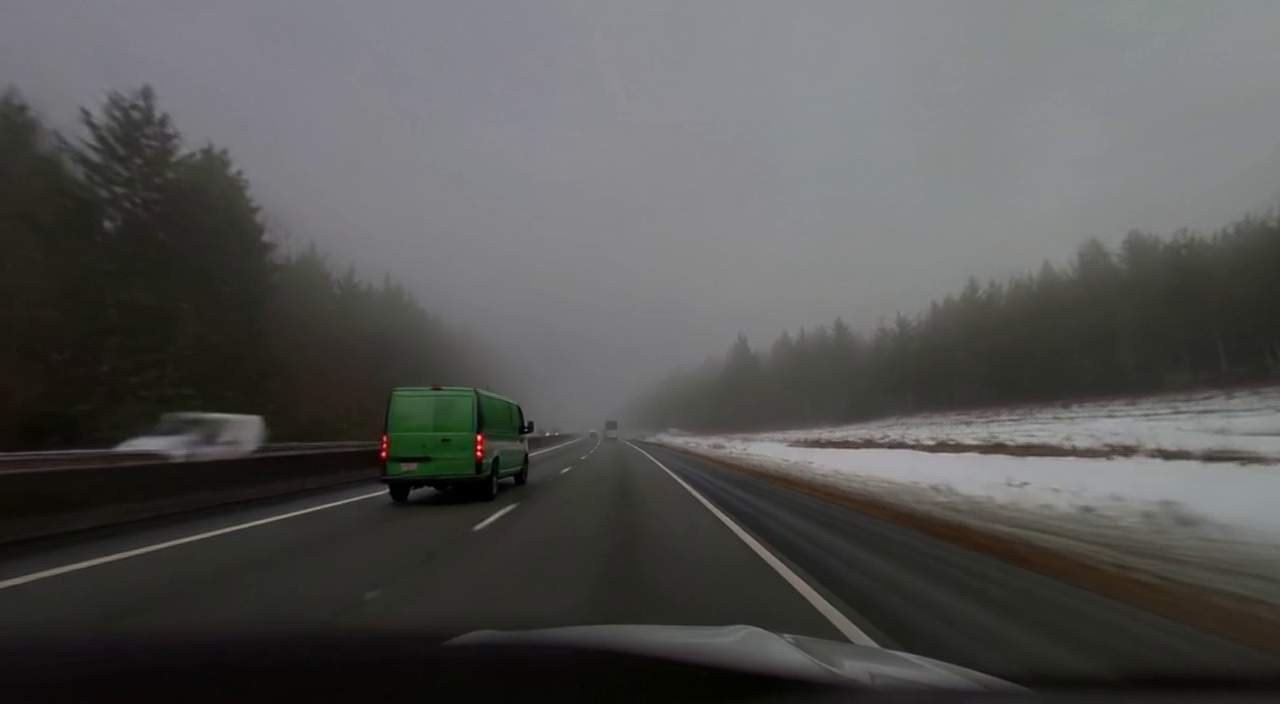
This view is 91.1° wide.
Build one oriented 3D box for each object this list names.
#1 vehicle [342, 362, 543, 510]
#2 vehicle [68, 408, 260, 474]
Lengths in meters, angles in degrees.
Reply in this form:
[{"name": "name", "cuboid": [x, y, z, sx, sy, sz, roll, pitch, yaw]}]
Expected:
[{"name": "vehicle", "cuboid": [-3.792, 1.789, 13.517, 2.561, 2.509, 5.465, 0, -8, -1]}, {"name": "vehicle", "cuboid": [-14.595, 2.787, 19.813, 2.085, 1.796, 5.128, 0, -8, -1]}]
